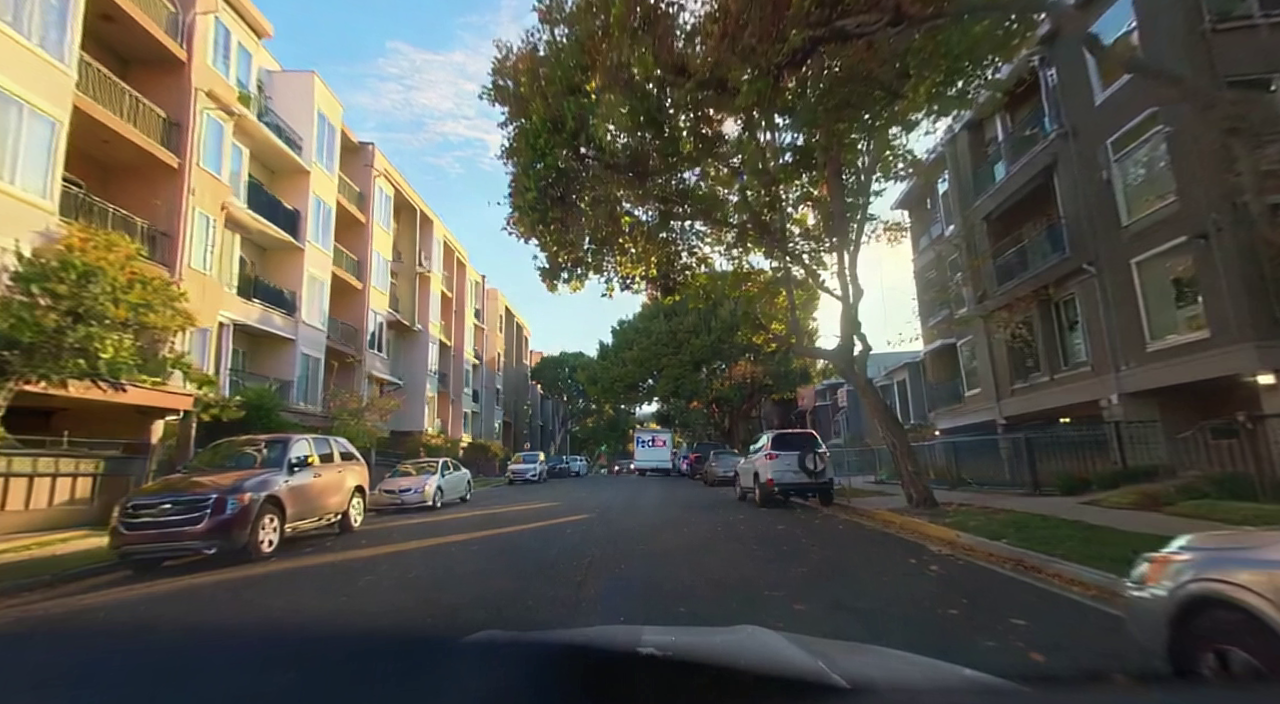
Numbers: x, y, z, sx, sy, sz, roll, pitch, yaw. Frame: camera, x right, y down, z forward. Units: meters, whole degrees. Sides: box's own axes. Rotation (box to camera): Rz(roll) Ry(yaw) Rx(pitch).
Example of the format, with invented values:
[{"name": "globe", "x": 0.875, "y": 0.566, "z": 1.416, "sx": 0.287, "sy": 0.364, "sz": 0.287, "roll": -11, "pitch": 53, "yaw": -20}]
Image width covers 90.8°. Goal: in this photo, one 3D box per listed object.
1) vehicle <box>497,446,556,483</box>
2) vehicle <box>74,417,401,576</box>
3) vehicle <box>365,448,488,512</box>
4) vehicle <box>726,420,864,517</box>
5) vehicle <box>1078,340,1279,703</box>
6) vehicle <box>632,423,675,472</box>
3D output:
[{"name": "vehicle", "x": -5.757, "y": 5.741, "z": 32.538, "sx": 2.089, "sy": 1.757, "sz": 4.256, "roll": 0, "pitch": -8, "yaw": 2}, {"name": "vehicle", "x": -5.730, "y": 2.082, "z": 9.976, "sx": 2.098, "sy": 1.894, "sz": 4.616, "roll": 0, "pitch": -9, "yaw": 0}, {"name": "vehicle", "x": -5.794, "y": 3.500, "z": 17.782, "sx": 1.888, "sy": 1.546, "sz": 4.306, "roll": 0, "pitch": -8, "yaw": 1}, {"name": "vehicle", "x": 3.577, "y": 2.778, "z": 15.514, "sx": 2.099, "sy": 2.018, "sz": 4.087, "roll": 0, "pitch": -9, "yaw": -4}, {"name": "vehicle", "x": 3.523, "y": 0.666, "z": 1.318, "sx": 2.072, "sy": 1.742, "sz": 4.210, "roll": 0, "pitch": -8, "yaw": -1}, {"name": "vehicle", "x": 0.847, "y": 7.134, "z": 47.334, "sx": 2.930, "sy": 3.275, "sz": 8.180, "roll": 0, "pitch": -8, "yaw": -1}]
